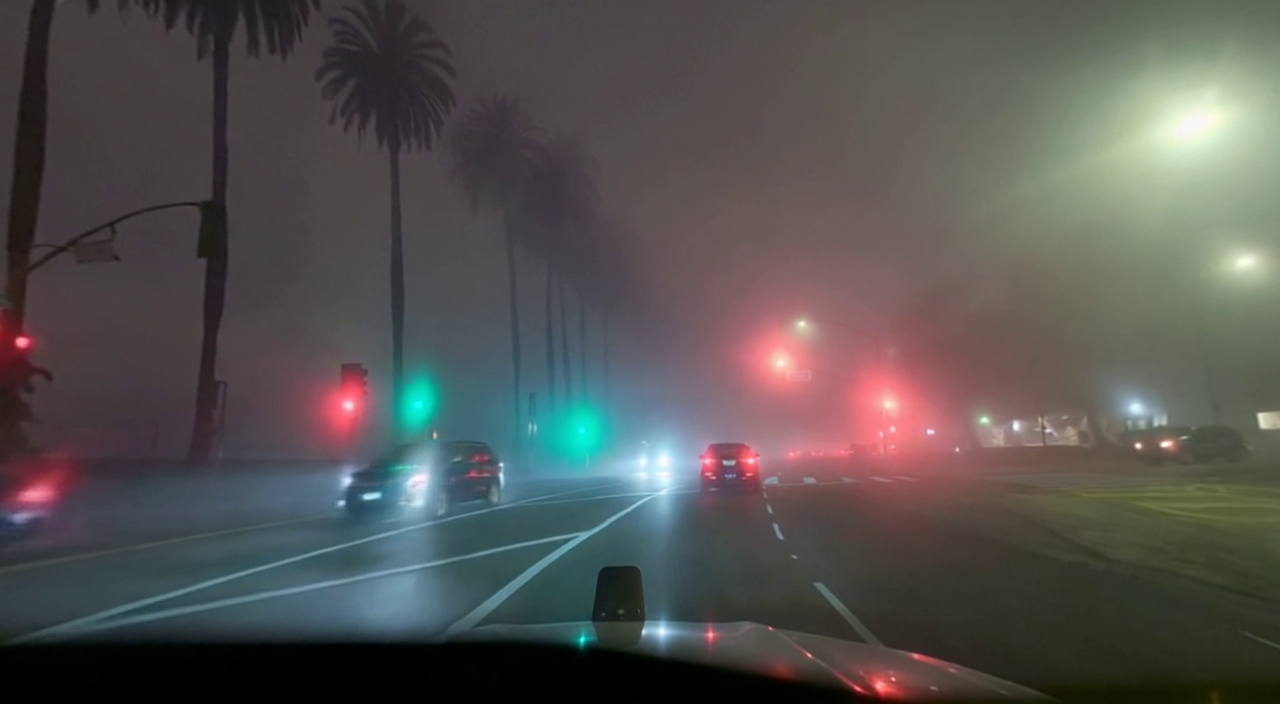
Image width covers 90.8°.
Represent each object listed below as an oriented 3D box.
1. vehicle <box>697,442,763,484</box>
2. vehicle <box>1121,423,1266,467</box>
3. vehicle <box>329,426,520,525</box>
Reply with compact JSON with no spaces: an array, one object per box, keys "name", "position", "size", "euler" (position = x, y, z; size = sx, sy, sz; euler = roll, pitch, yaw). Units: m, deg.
[{"name":"vehicle","position":[3.600,4.288,24.716],"size":[2.096,1.492,4.071],"euler":[-2,-9,14]},{"name":"vehicle","position":[25.195,4.238,28.865],"size":[5.049,1.861,2.081],"euler":[1,-9,-9]},{"name":"vehicle","position":[-4.373,2.571,13.727],"size":[2.013,1.746,4.366],"euler":[-2,-9,10]}]
